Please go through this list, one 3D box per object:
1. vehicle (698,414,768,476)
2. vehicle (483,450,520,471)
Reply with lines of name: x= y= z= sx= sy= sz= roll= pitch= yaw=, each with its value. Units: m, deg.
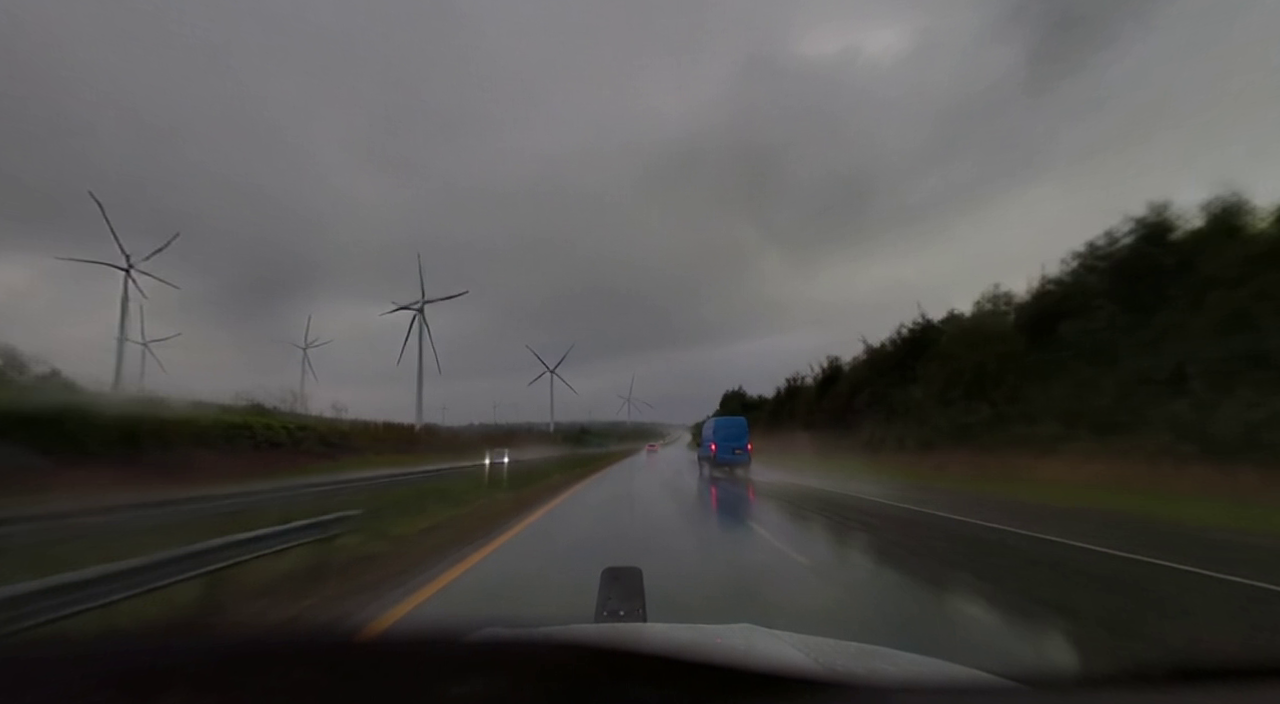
vehicle: x=4.359 y=4.545 z=30.718 sx=2.437 sy=2.735 sz=5.507 roll=0 pitch=-9 yaw=-1
vehicle: x=-10.240 y=8.032 z=46.843 sx=1.914 sy=1.446 sz=3.942 roll=0 pitch=-9 yaw=-1
